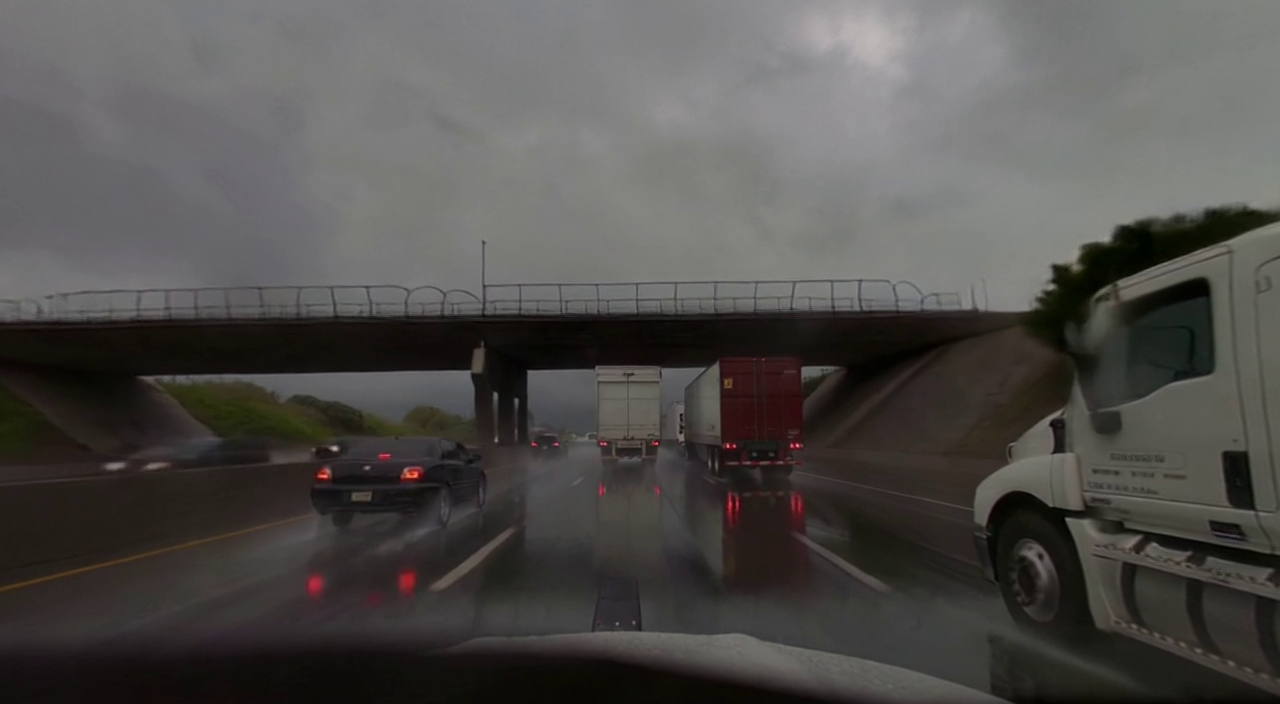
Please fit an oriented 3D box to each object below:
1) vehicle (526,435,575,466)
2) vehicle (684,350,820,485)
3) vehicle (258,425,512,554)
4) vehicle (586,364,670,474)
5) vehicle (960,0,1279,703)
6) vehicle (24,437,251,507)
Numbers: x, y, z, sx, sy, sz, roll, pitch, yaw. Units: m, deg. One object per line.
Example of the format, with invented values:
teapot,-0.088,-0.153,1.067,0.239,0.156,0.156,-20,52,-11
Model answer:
vehicle,-4.533,5.005,32.346,2.049,1.483,3.786,0,-8,-2
vehicle,3.639,2.652,24.015,2.817,3.886,11.491,0,-8,-1
vehicle,-3.387,1.884,9.562,1.894,1.460,4.662,0,-8,0
vehicle,-0.510,3.183,28.685,3.090,4.065,10.702,0,-8,-1
vehicle,3.941,-0.369,1.470,3.074,3.896,5.910,0,-8,-1
vehicle,-12.155,2.877,15.764,2.017,1.482,4.496,0,-8,-1
